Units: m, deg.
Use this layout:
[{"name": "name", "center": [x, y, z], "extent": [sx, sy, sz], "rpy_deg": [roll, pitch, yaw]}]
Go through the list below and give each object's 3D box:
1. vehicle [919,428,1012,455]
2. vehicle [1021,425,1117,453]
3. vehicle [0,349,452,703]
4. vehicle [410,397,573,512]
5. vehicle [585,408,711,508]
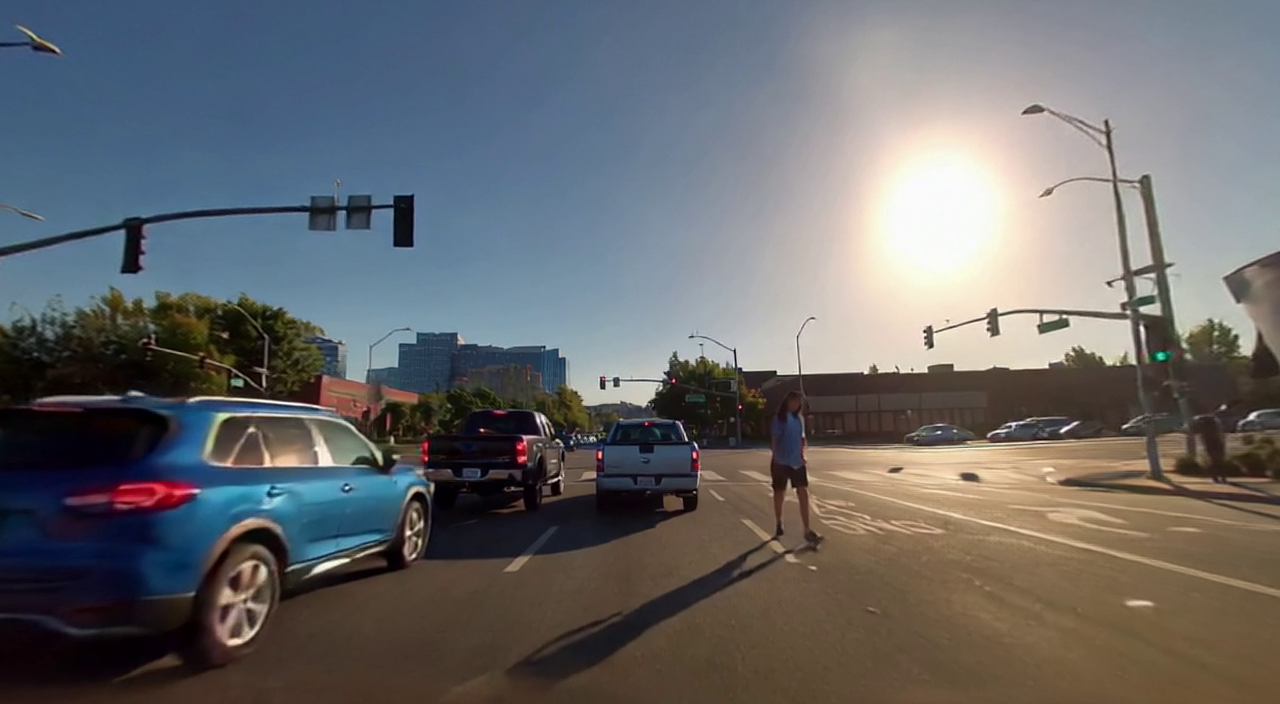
[{"name": "vehicle", "center": [19.742, 5.435, 38.232], "extent": [4.624, 1.601, 1.871], "rpy_deg": [0, -8, -2]}, {"name": "vehicle", "center": [28.383, 5.763, 41.585], "extent": [4.849, 1.759, 2.041], "rpy_deg": [0, -8, -2]}, {"name": "vehicle", "center": [-3.278, 1.154, 5.149], "extent": [2.006, 1.707, 4.448], "rpy_deg": [0, -8, 1]}, {"name": "vehicle", "center": [-2.773, 2.091, 13.104], "extent": [2.220, 1.926, 4.870], "rpy_deg": [0, -8, 0]}, {"name": "vehicle", "center": [0.099, 2.197, 13.389], "extent": [2.204, 1.738, 4.690], "rpy_deg": [0, -8, -1]}]
